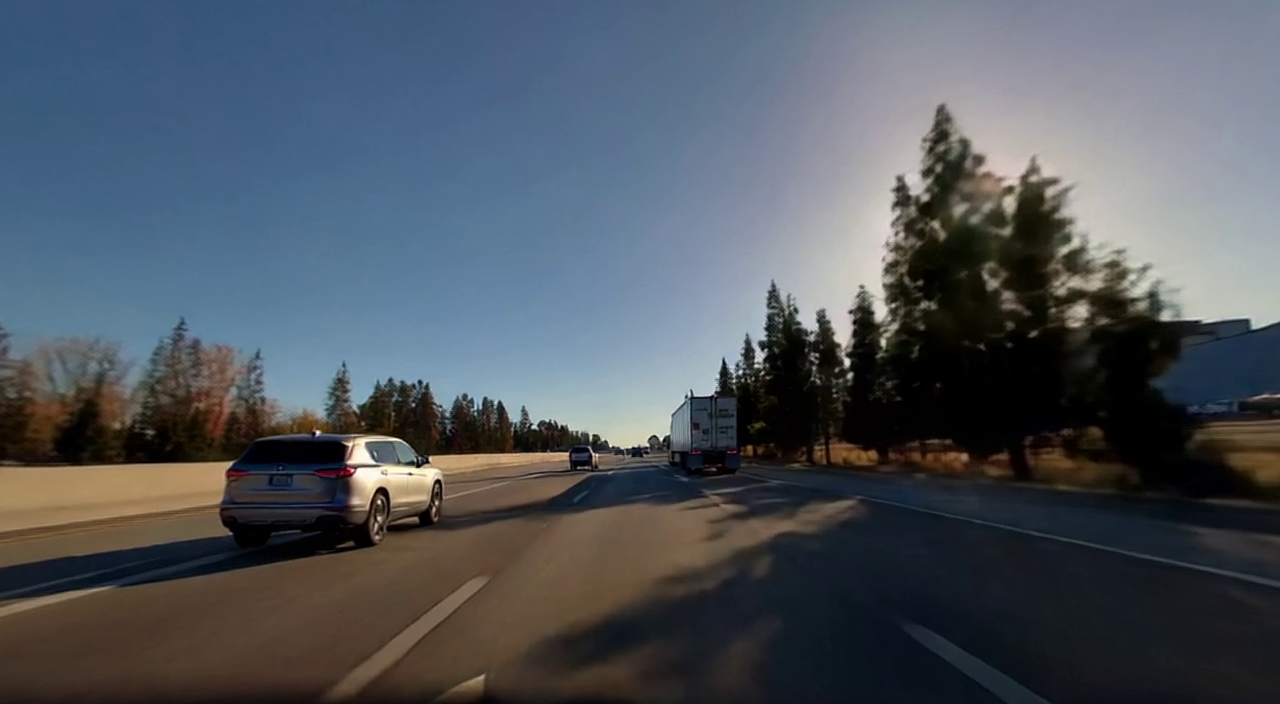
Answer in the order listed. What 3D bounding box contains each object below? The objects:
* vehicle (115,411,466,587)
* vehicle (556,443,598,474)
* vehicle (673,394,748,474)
[{"bbox_3d":[-4.194,1.845,8.747,2.202,1.760,4.617,0,-9,0],"label":"vehicle"},{"bbox_3d":[-3.736,6.434,38.160,2.139,1.716,4.530,0,-9,0],"label":"vehicle"},{"bbox_3d":[4.124,5.460,40.622,2.998,4.236,13.886,0,-9,-1],"label":"vehicle"}]
